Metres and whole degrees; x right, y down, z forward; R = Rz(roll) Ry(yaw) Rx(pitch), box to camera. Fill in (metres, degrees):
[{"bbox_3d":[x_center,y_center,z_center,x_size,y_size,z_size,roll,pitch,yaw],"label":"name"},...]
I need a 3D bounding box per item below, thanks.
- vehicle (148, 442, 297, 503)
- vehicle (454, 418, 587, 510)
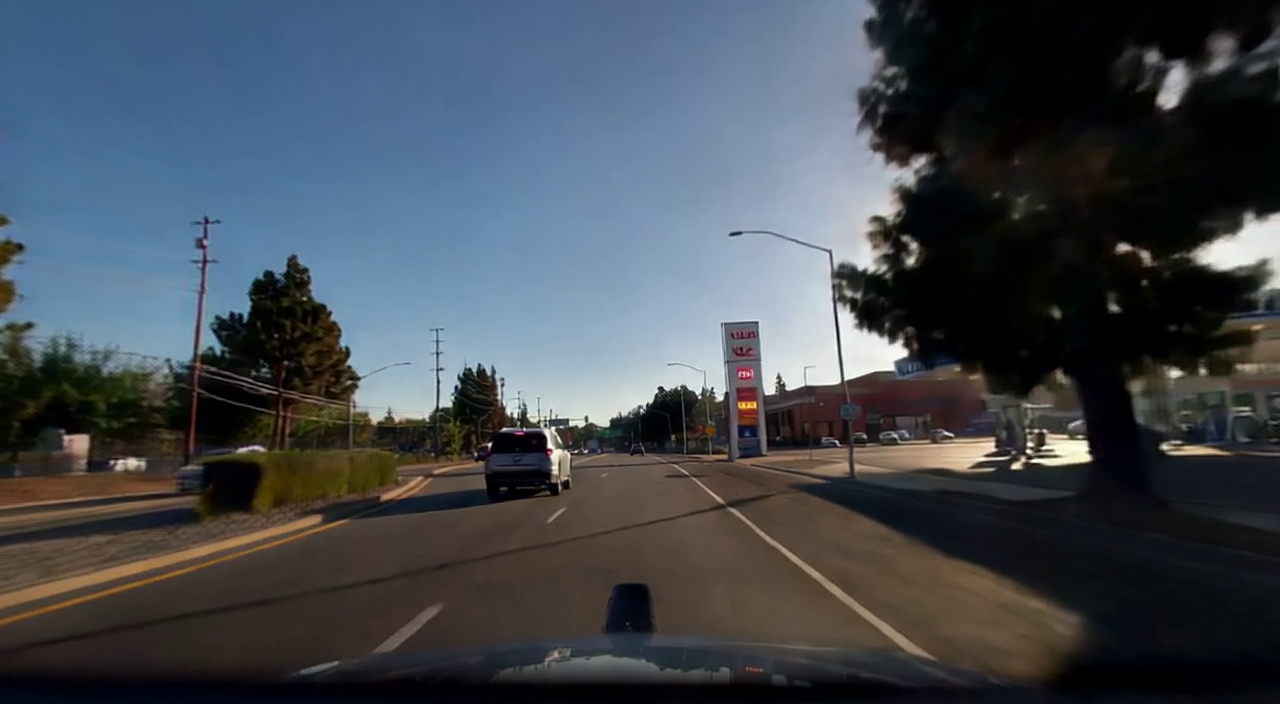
[{"bbox_3d":[-13.098,3.760,20.152,1.825,1.705,4.234,0,-8,0],"label":"vehicle"},{"bbox_3d":[-2.639,2.621,15.238,2.190,1.844,4.751,0,-8,1],"label":"vehicle"}]
